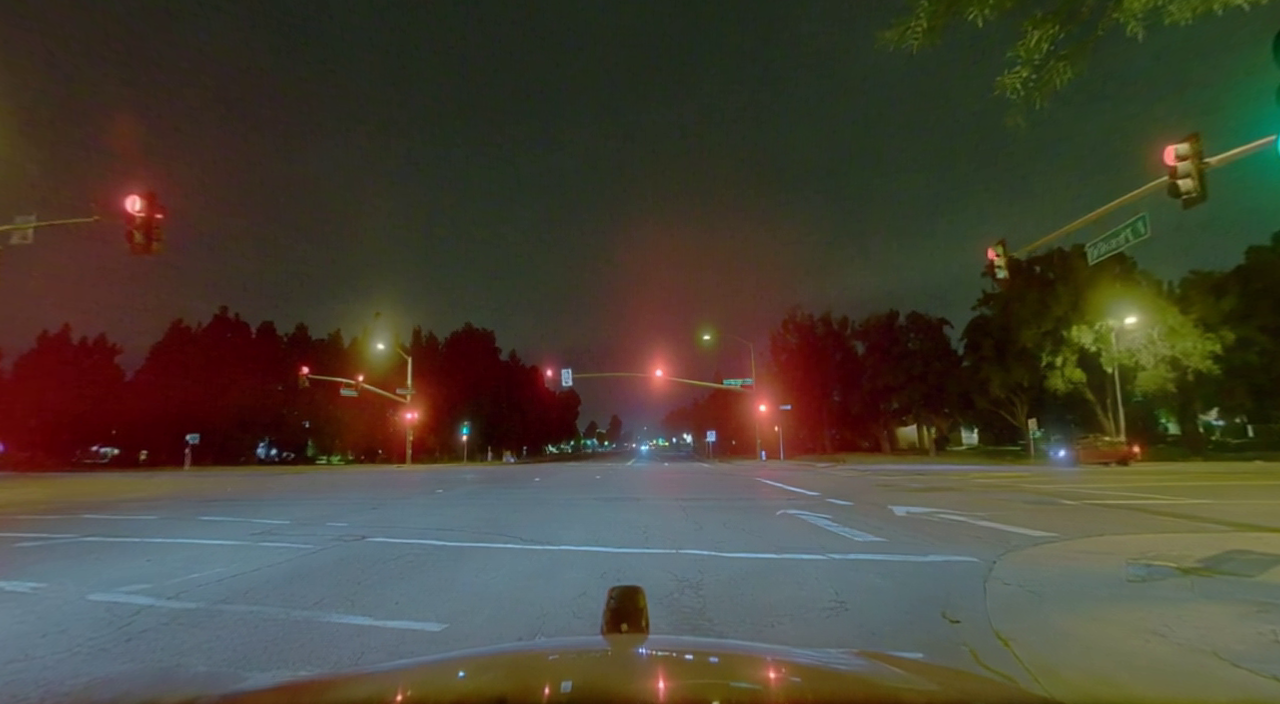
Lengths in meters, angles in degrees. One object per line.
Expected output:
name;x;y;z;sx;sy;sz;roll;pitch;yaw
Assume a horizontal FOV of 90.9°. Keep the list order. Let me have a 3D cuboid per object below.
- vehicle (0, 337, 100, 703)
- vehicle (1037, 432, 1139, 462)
vehicle;-3.264;0.524;0.404;1.954;1.689;4.347;0;-8;0
vehicle;23.165;4.929;32.768;3.952;1.468;1.768;-3;-9;22
